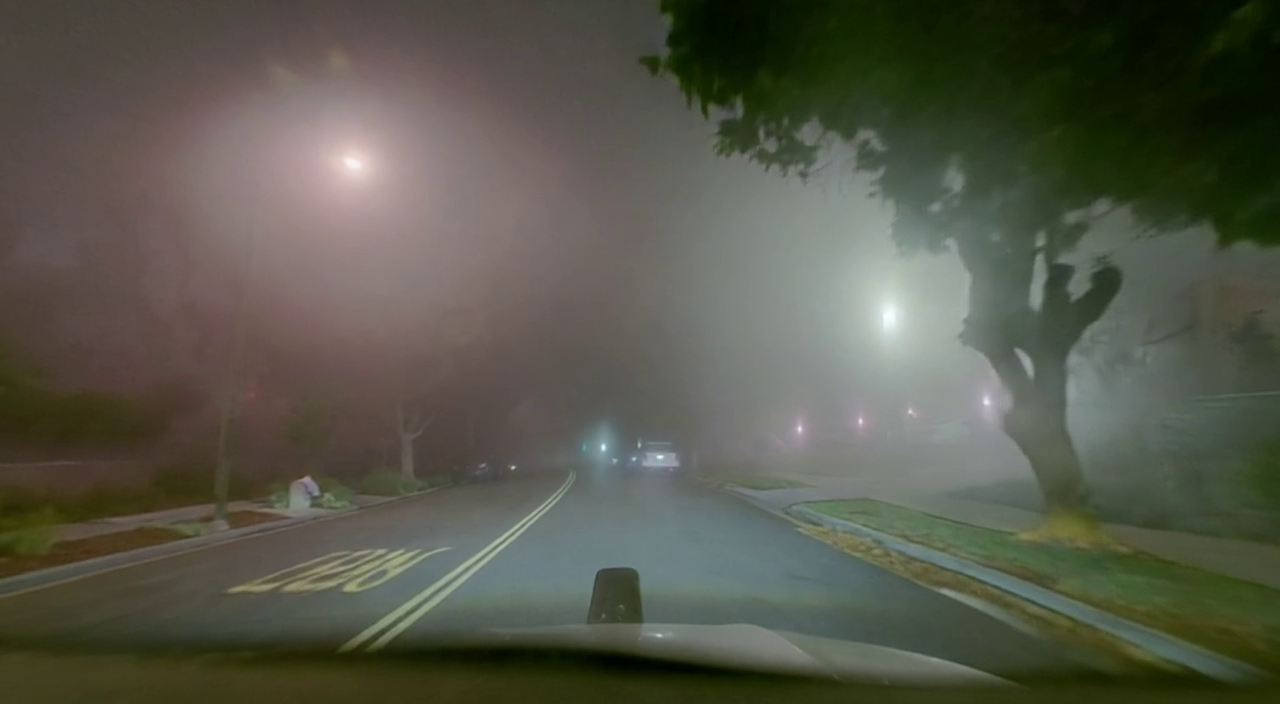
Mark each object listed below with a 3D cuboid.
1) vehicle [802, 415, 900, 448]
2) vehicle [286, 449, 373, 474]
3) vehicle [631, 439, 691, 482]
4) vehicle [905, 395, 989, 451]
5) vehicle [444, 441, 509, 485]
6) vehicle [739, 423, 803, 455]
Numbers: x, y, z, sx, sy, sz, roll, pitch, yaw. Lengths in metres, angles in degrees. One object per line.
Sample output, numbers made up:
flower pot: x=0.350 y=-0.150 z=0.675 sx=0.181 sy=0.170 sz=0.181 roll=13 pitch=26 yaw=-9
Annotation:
vehicle: x=11.202 y=4.294 z=33.825 sx=4.639 sy=1.634 sz=2.005 roll=-2 pitch=-8 yaw=10
vehicle: x=-18.956 y=6.679 z=38.611 sx=4.527 sy=1.466 sz=1.880 roll=-2 pitch=-9 yaw=11
vehicle: x=0.911 y=5.077 z=30.003 sx=2.229 sy=1.826 sz=4.611 roll=0 pitch=-8 yaw=-6
vehicle: x=11.139 y=2.704 z=23.263 sx=1.880 sy=1.626 sz=4.495 roll=-2 pitch=-12 yaw=15
vehicle: x=-7.368 y=4.989 z=28.979 sx=2.155 sy=1.729 sz=4.799 roll=0 pitch=-7 yaw=-6
vehicle: x=8.308 y=5.512 z=39.890 sx=2.100 sy=1.857 sz=4.611 roll=-7 pitch=-10 yaw=37
